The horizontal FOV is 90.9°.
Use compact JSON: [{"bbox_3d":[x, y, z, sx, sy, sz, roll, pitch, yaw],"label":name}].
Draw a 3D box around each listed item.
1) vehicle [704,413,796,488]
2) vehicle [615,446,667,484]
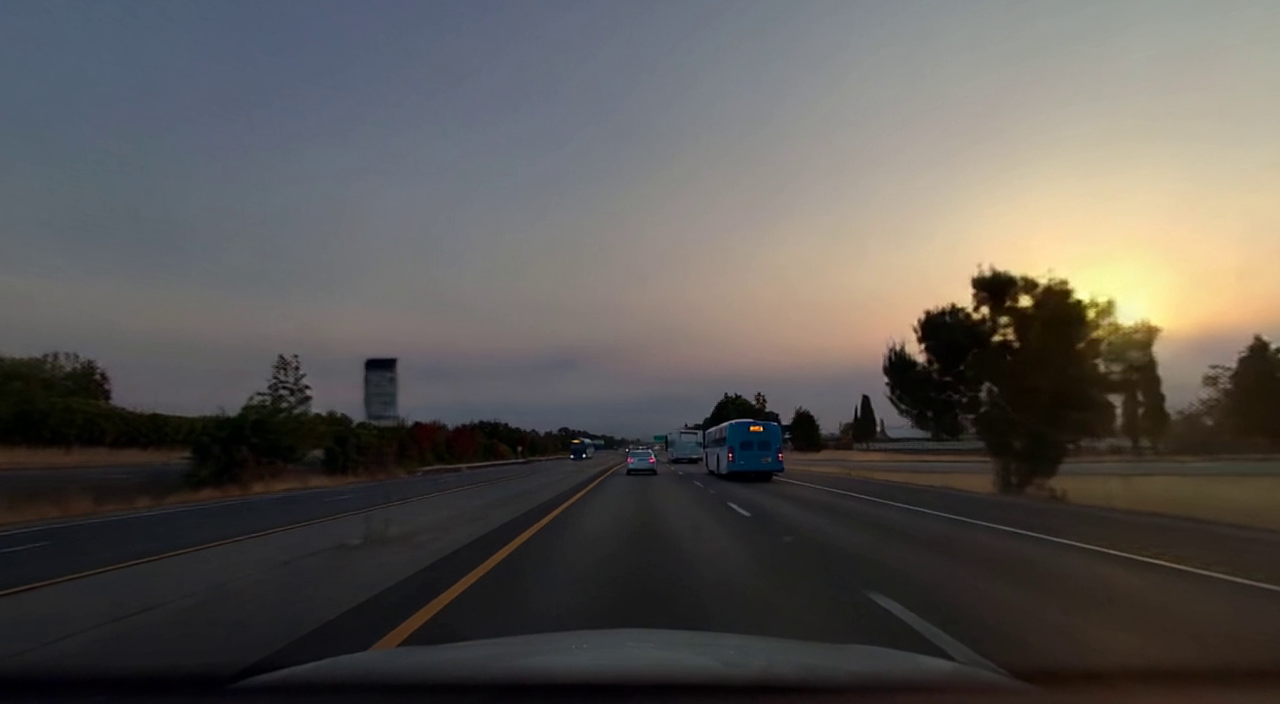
[{"bbox_3d":[4.101,3.864,24.739,2.440,2.555,5.957,0,-9,-1],"label":"vehicle"},{"bbox_3d":[0.018,4.628,26.019,2.004,1.449,3.817,0,-9,-1],"label":"vehicle"}]
